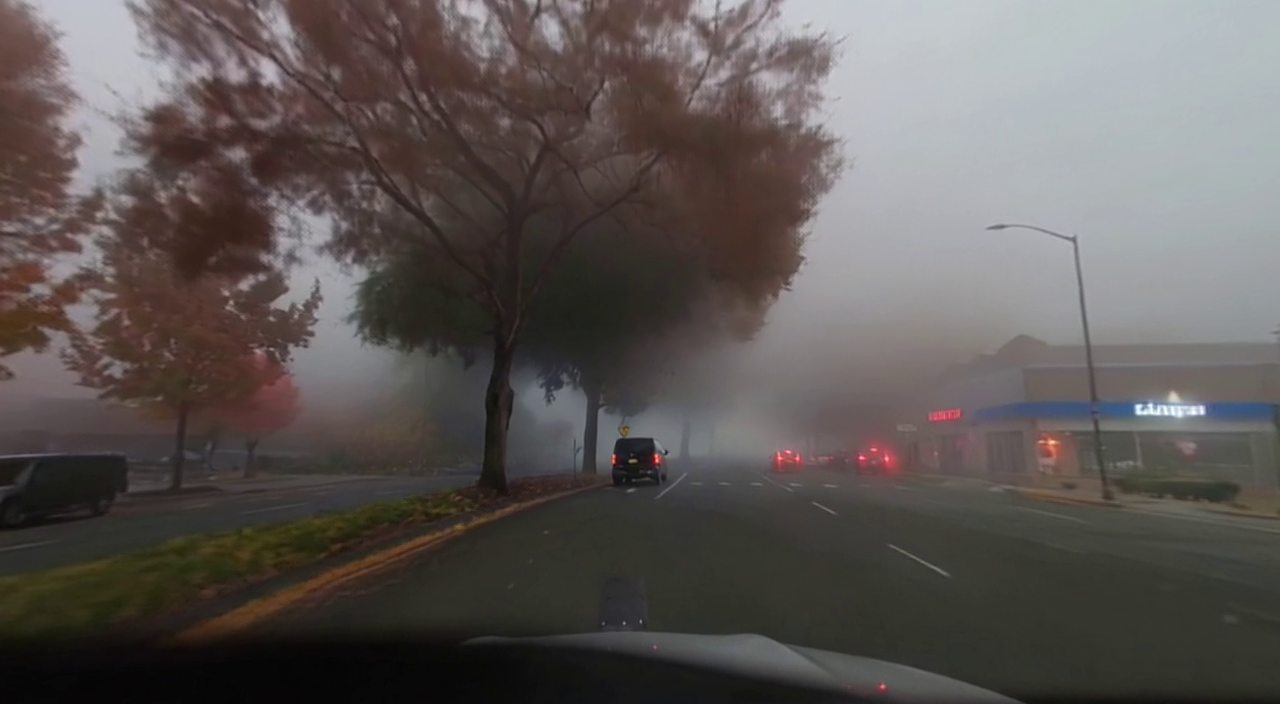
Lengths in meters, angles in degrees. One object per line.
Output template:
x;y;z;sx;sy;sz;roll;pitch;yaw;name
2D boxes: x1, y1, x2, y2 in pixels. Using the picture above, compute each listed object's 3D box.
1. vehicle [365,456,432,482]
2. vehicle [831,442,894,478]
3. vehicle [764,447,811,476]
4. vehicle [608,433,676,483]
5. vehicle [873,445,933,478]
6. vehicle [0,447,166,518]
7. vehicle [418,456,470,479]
-14.471;7.021;38.035;1.797;1.351;4.300;-1;-9;8;vehicle
11.594;5.614;33.216;2.040;1.738;4.414;-1;-8;5;vehicle
8.016;5.948;34.695;1.886;1.464;4.290;-1;-8;5;vehicle
0.212;4.333;26.151;2.344;1.863;4.665;-1;-8;6;vehicle
15.113;6.251;36.429;2.076;1.759;3.970;-1;-8;6;vehicle
-16.915;3.624;18.094;1.914;1.785;5.408;-1;-9;7;vehicle
-13.599;8.018;44.117;1.877;1.445;4.436;-1;-8;5;vehicle
